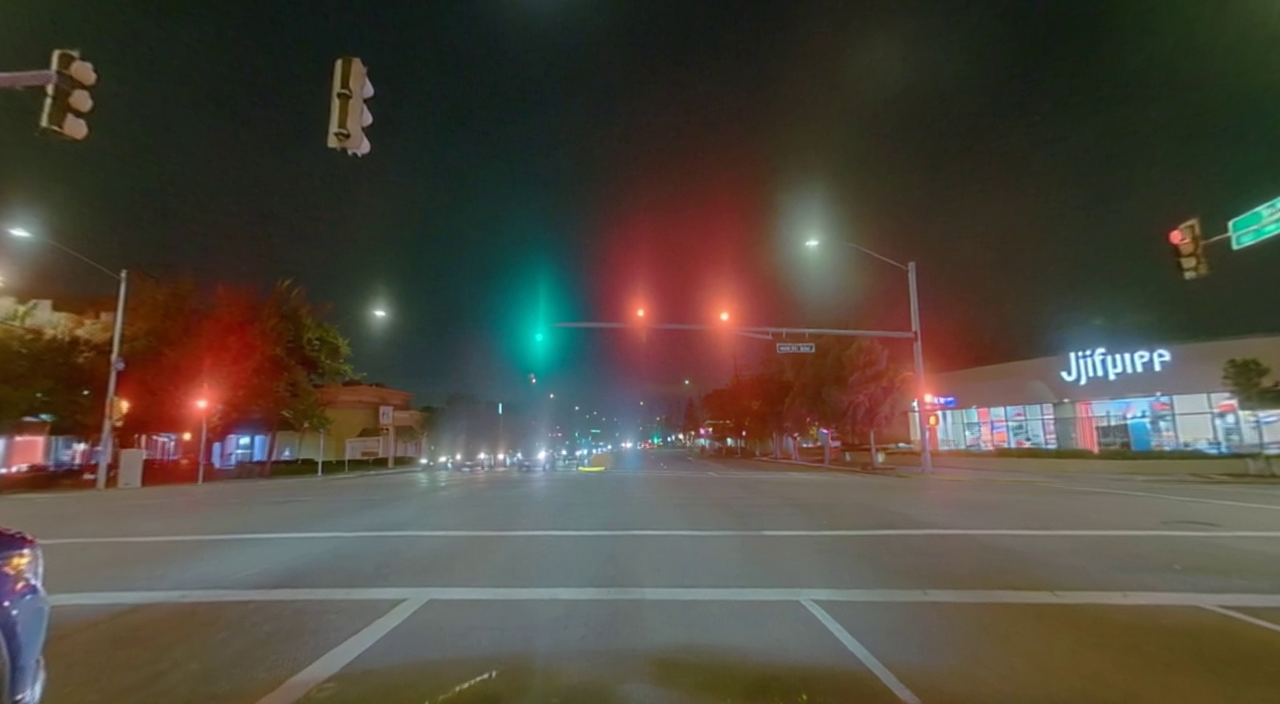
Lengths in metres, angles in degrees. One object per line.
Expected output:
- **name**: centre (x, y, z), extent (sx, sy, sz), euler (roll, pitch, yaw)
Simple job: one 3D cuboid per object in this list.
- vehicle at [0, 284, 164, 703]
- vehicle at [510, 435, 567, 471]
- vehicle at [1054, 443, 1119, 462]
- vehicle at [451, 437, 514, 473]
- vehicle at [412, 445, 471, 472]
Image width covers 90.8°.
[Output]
- **vehicle**: centre (-3.323, 0.441, 0.309), extent (2.313, 1.883, 5.016), euler (0, -9, -1)
- **vehicle**: centre (-5.439, 5.497, 34.637), extent (2.384, 1.787, 5.038), euler (0, -8, -2)
- **vehicle**: centre (34.363, 7.749, 48.706), extent (3.740, 1.433, 1.646), euler (0, -8, -2)
- **vehicle**: centre (-8.416, 5.536, 34.327), extent (2.273, 1.791, 4.809), euler (0, -8, -1)
- **vehicle**: centre (-11.323, 6.075, 36.330), extent (2.003, 1.476, 4.082), euler (0, -8, 1)
